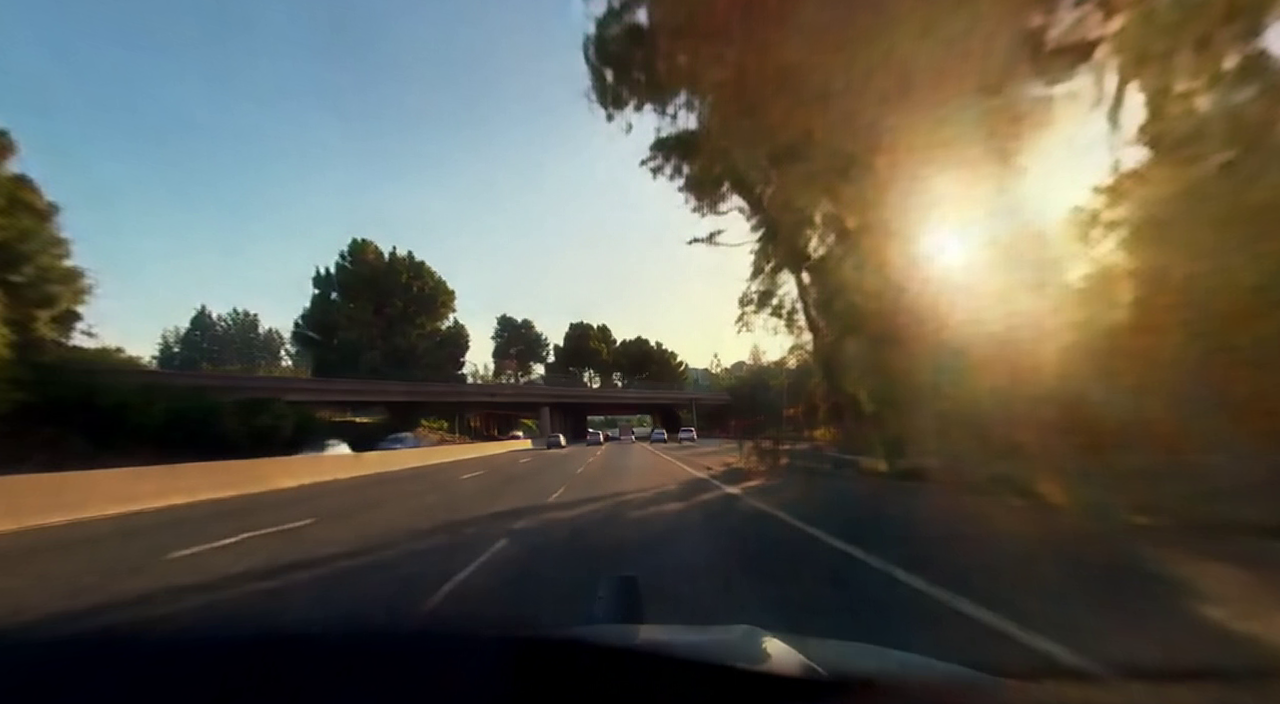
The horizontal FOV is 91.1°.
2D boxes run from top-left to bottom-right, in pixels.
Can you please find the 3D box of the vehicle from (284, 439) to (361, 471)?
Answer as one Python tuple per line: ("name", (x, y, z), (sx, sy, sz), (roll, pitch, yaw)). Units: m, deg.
("vehicle", (-16.416, 5.291, 32.701), (1.947, 1.519, 4.008), (0, -8, -1))
